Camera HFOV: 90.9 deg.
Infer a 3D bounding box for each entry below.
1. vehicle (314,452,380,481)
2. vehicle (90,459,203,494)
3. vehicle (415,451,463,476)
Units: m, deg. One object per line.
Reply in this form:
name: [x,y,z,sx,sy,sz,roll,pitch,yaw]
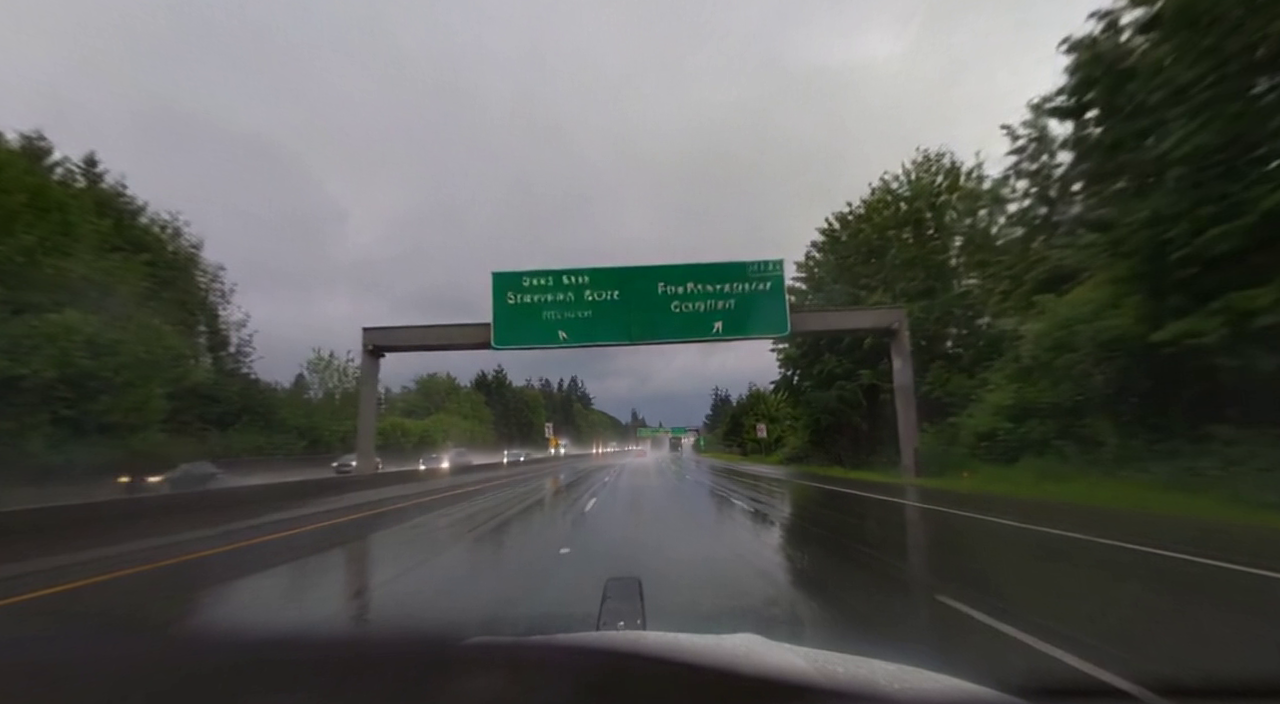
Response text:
vehicle: [-18.230,7.133,39.447,1.914,1.619,4.491,0,-9,0]
vehicle: [-23.687,5.956,30.495,1.895,1.465,4.538,0,-9,-2]
vehicle: [-14.374,7.954,45.337,1.983,1.652,4.376,0,-9,0]
